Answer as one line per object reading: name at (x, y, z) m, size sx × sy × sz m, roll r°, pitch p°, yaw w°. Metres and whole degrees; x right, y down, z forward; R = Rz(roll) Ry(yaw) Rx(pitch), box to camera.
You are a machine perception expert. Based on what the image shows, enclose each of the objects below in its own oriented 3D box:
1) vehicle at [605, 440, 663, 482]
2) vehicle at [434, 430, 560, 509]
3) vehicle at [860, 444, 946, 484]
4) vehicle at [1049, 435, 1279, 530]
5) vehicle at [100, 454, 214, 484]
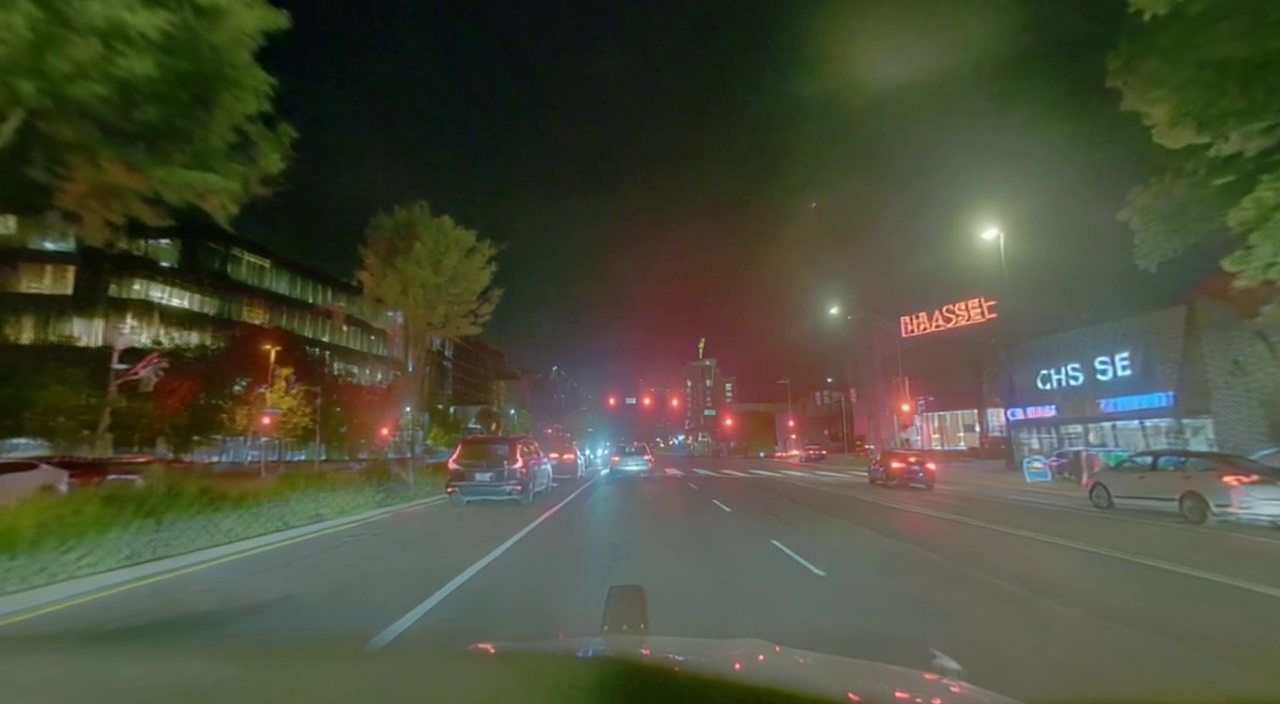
vehicle at (-0.247, 4.191, 24.569) m, size 2.059 × 1.477 × 3.988 m, roll 0°, pitch -8°, yaw -1°
vehicle at (-3.357, 2.867, 15.878) m, size 2.057 × 1.678 × 4.639 m, roll 0°, pitch -8°, yaw 0°
vehicle at (11.052, 4.696, 26.808) m, size 1.935 × 1.435 × 4.141 m, roll 4°, pitch -8°, yaw 1°
vehicle at (10.329, 2.380, 12.158) m, size 1.936 × 1.474 × 4.331 m, roll 0°, pitch -8°, yaw 0°
vehicle at (-26.415, 6.411, 34.688) m, size 4.687 × 1.482 × 1.914 m, roll 4°, pitch -10°, yaw -29°
